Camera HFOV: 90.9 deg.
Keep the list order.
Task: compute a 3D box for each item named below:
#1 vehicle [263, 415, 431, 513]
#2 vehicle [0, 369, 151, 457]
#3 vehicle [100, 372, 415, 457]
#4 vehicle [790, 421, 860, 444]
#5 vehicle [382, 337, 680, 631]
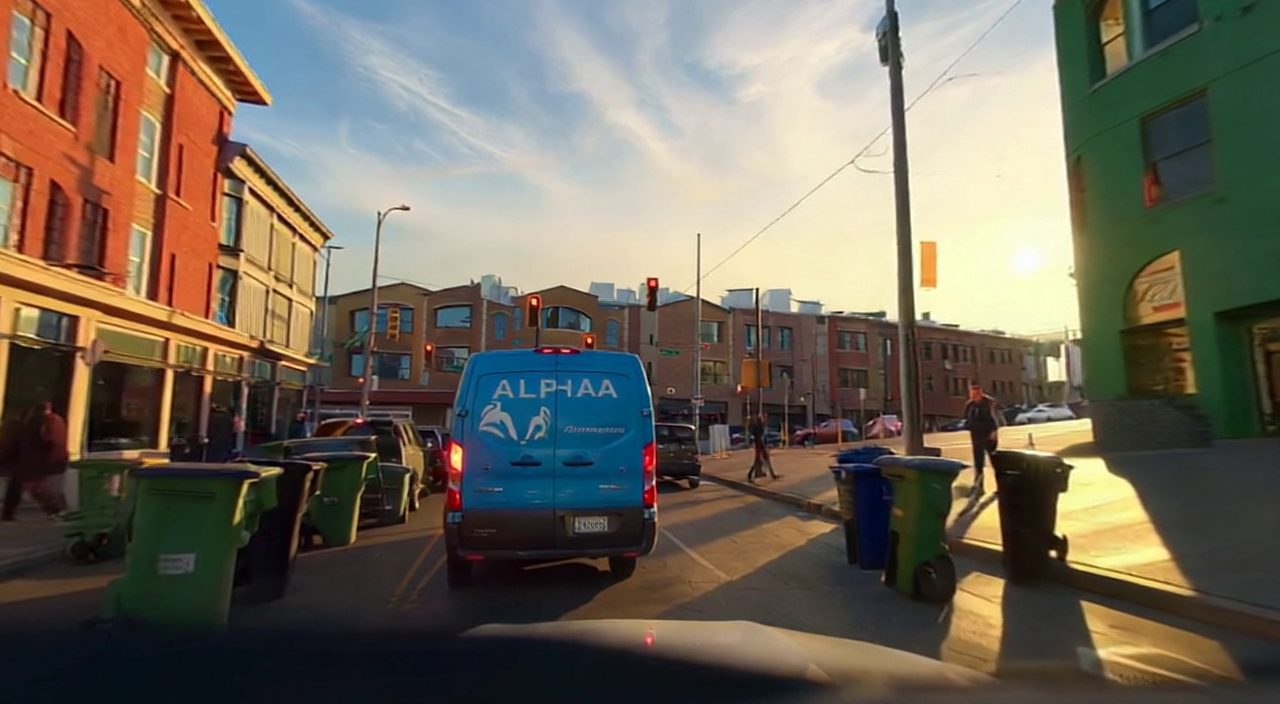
[{"bbox_3d":[-5.061,1.945,11.415,1.841,1.461,3.426,1,-8,-9],"label":"vehicle"},{"bbox_3d":[-24.376,2.375,24.238,8.088,3.213,2.801,2,-8,-11],"label":"vehicle"},{"bbox_3d":[-15.243,2.686,26.206,10.606,3.178,3.014,2,-8,-12],"label":"vehicle"},{"bbox_3d":[11.887,5.176,40.476,3.885,1.449,1.757,2,-8,-11],"label":"vehicle"},{"bbox_3d":[-1.015,1.146,6.395,1.951,1.907,4.266,1,-8,-9],"label":"vehicle"}]
